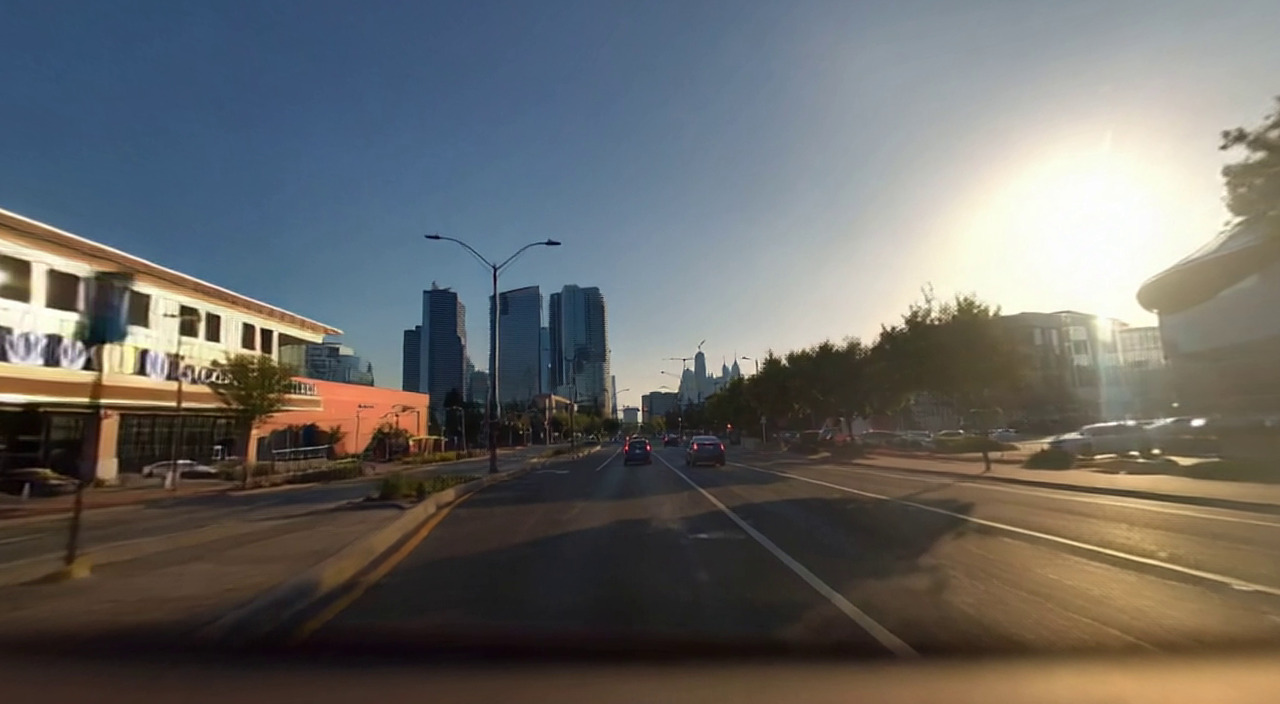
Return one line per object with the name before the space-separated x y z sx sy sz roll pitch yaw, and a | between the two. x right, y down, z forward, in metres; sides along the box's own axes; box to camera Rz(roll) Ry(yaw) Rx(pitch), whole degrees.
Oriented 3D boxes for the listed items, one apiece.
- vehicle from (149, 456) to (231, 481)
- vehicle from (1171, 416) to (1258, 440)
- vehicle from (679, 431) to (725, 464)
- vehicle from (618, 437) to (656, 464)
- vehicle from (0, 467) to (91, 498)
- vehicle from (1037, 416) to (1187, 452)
vehicle | -29.891 7.744 42.034 4.033 1.531 1.789 0 -9 -3
vehicle | 38.880 5.219 42.927 1.881 1.476 4.437 -1 -8 3
vehicle | 3.329 5.254 34.727 2.100 1.683 4.231 0 -8 0
vehicle | -0.197 5.736 36.916 2.110 1.476 4.294 0 -8 -1
vehicle | -30.014 6.436 31.277 4.040 1.389 1.664 0 -9 -1
vehicle | 20.528 3.620 27.630 4.813 1.483 2.129 0 -8 0
